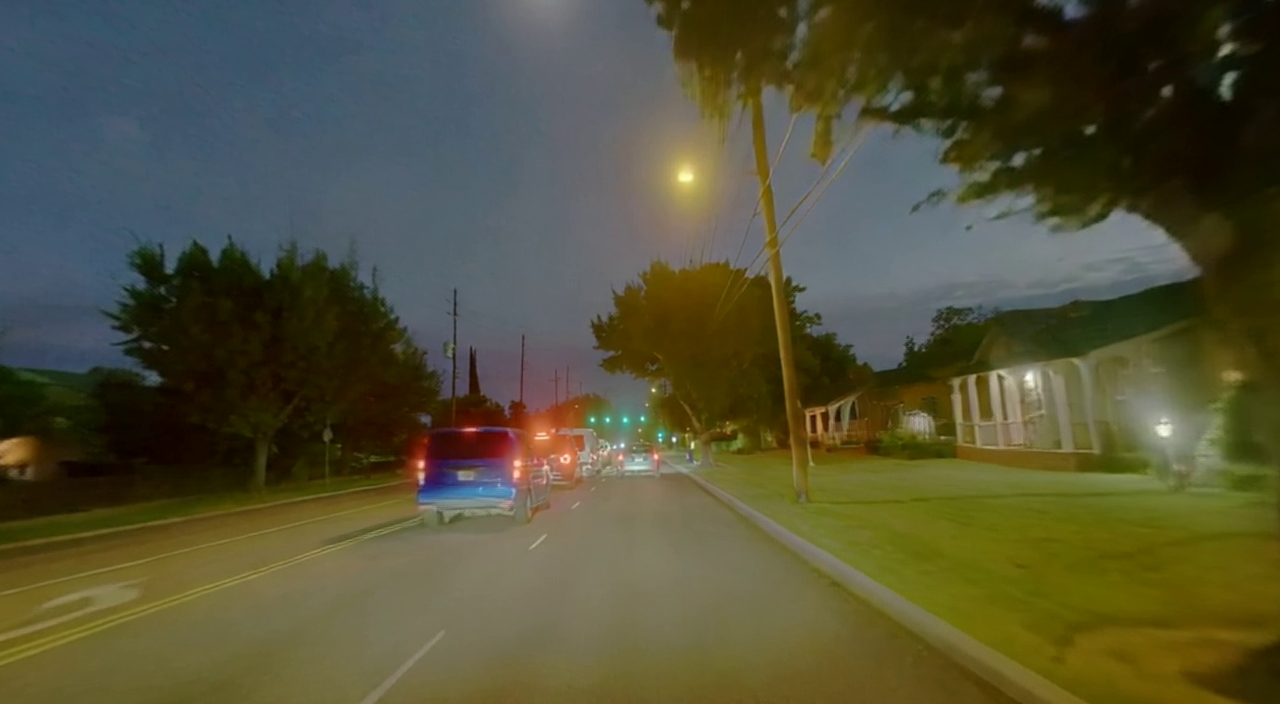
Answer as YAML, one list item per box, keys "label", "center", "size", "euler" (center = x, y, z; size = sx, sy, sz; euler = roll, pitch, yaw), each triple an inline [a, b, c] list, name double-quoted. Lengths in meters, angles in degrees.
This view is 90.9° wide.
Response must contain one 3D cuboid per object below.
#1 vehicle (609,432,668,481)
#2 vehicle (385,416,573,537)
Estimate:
- label: "vehicle"
  center: [-0.070, 4.035, 24.513]
  size: [2.120, 1.718, 3.909]
  euler: [0, -9, 0]
- label: "vehicle"
  center: [-2.593, 2.158, 11.455]
  size: [2.157, 1.765, 4.303]
  euler: [0, -9, 2]
